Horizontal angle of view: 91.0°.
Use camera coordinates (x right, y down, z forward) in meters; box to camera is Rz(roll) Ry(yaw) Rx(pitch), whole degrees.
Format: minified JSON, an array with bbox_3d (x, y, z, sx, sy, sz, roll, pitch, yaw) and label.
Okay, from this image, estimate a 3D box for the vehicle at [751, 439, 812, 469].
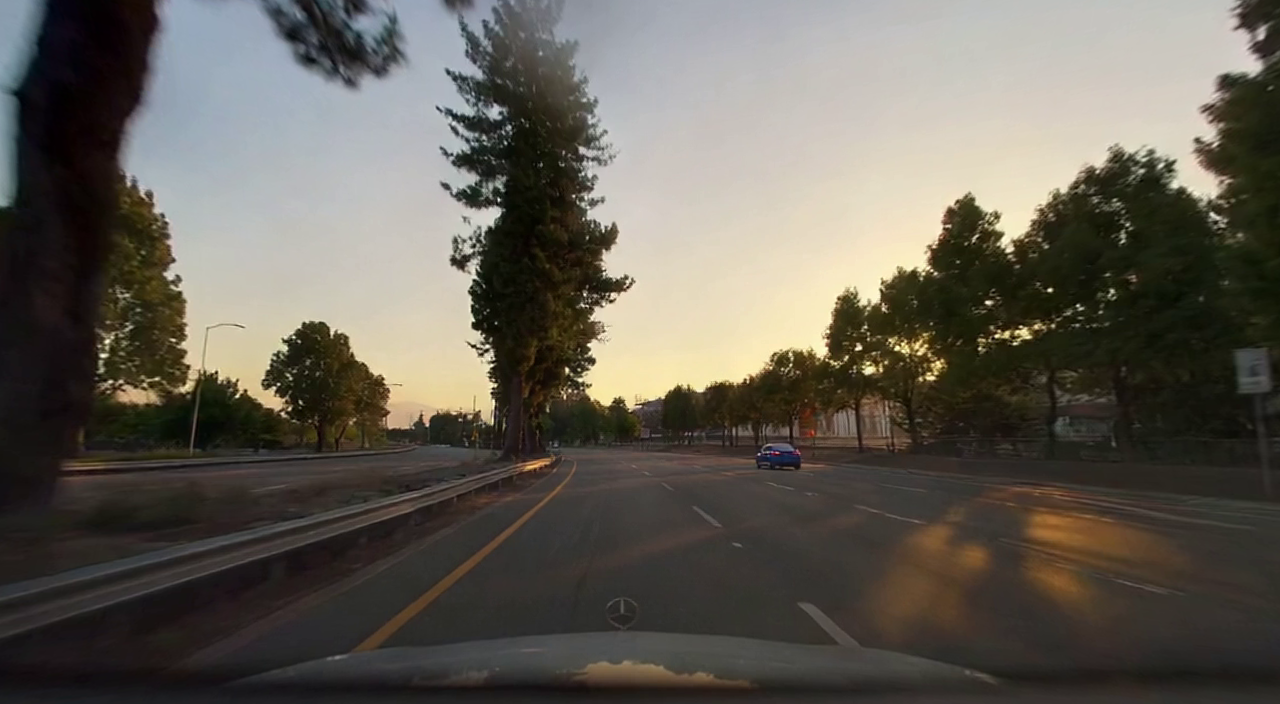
[{"bbox_3d":[7.580,5.513,34.118,1.908,1.483,4.474,1,-9,-5],"label":"vehicle"}]
